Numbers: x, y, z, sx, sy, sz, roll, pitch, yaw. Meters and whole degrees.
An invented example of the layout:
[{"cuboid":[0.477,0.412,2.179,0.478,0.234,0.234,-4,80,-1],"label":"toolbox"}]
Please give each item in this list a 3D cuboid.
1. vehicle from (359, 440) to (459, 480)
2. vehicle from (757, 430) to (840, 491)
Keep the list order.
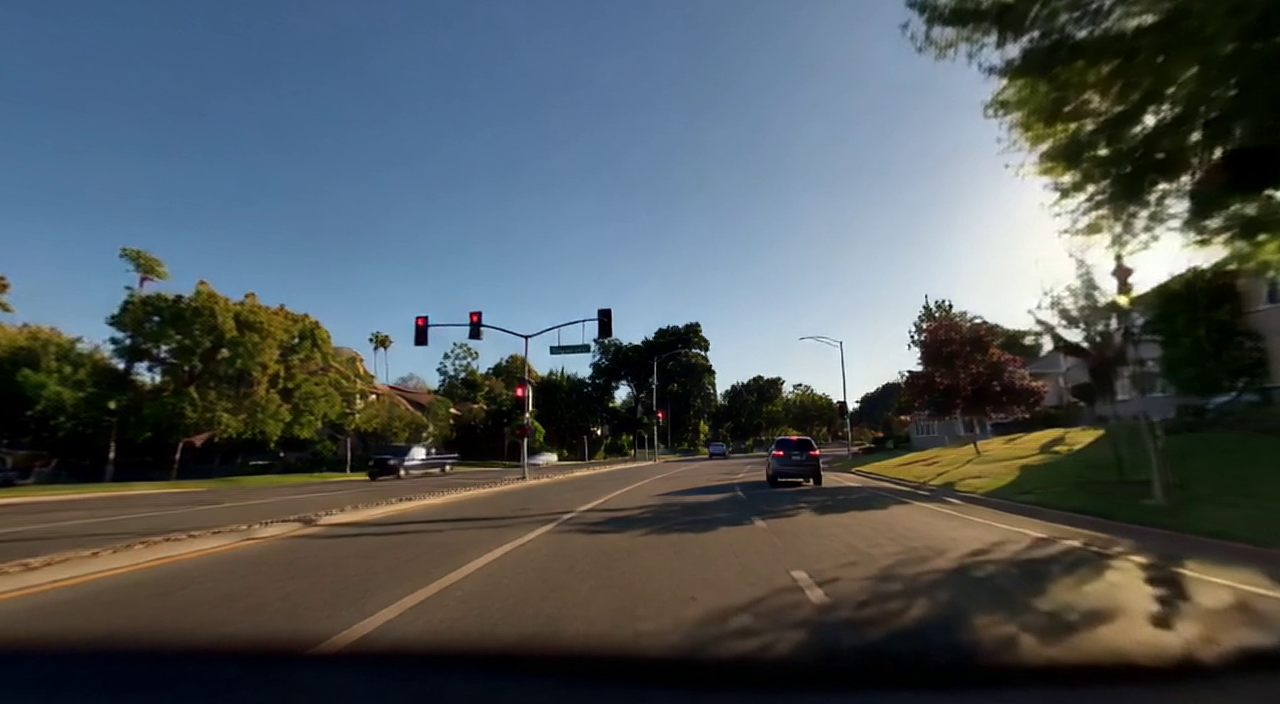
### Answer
[{"cuboid":[-12.828,5.997,35.549,2.555,2.009,6.050,-1,-8,9],"label":"vehicle"},{"cuboid":[5.286,3.671,21.695,2.141,1.833,4.704,-1,-8,6],"label":"vehicle"}]
